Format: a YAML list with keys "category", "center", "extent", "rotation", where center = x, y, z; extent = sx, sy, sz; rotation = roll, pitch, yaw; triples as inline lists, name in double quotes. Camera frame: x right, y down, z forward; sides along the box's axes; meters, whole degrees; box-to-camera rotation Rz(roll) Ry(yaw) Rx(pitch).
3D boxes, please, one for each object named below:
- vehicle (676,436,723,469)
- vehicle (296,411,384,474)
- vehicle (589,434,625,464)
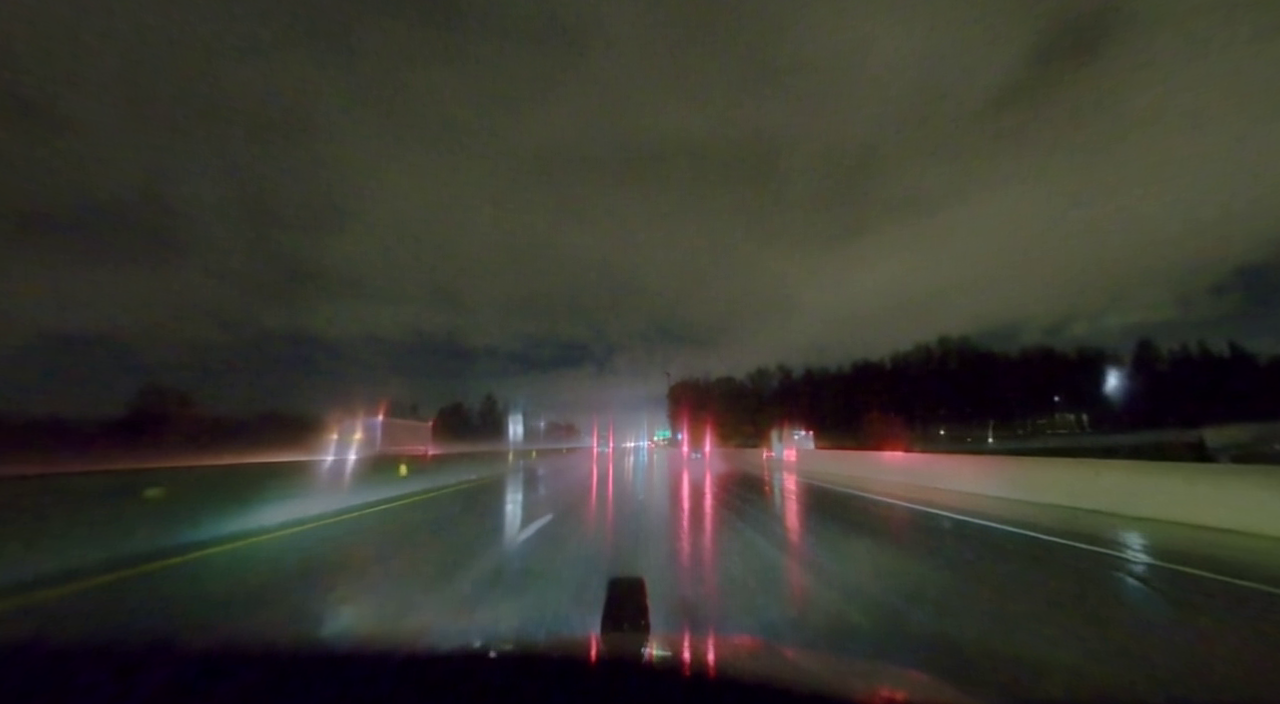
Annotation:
- category: "vehicle"
  center: [3.242, 5.563, 34.928]
  extent: [2.202, 1.682, 4.188]
  rotation: [0, -8, 0]
- category: "vehicle"
  center: [-20.948, 6.414, 44.279]
  extent: [3.001, 4.075, 6.135]
  rotation: [0, -9, 0]
- category: "vehicle"
  center: [-2.385, 7.175, 46.556]
  extent: [2.291, 2.052, 4.887]
  rotation: [0, -8, 2]
